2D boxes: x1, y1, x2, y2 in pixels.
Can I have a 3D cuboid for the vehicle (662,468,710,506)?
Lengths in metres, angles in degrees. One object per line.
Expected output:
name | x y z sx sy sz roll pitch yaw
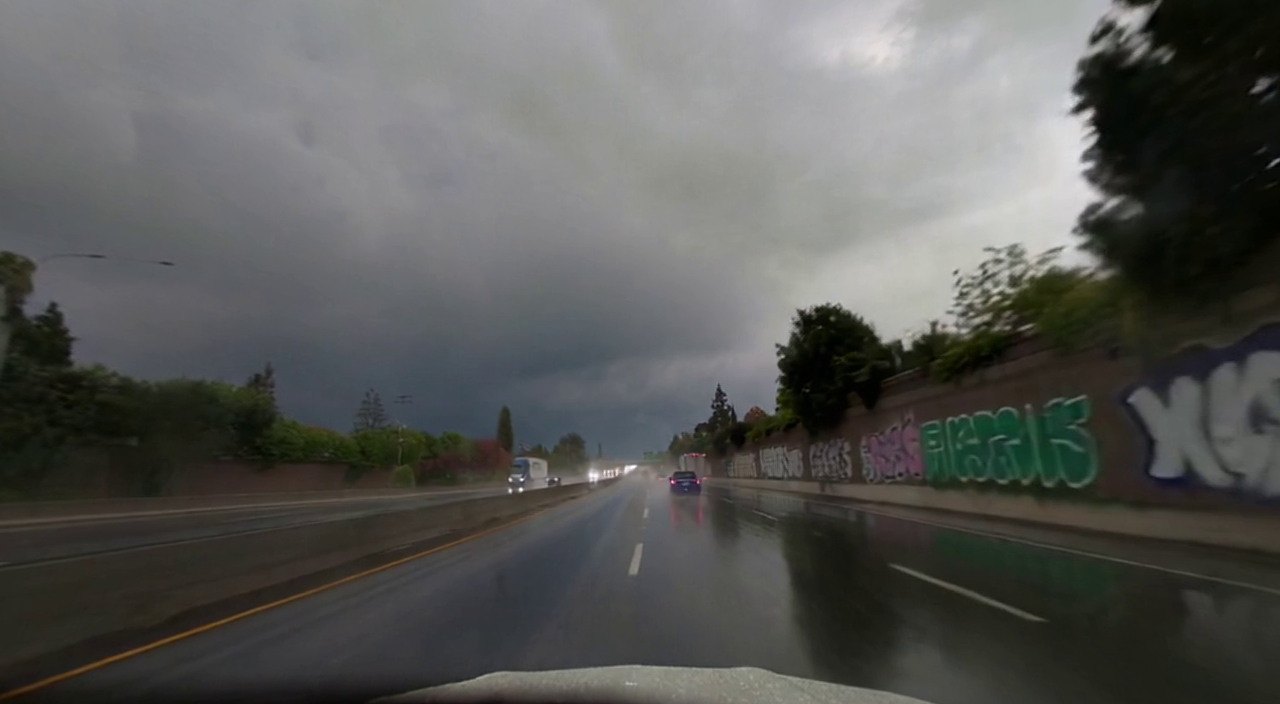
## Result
vehicle | 2.099 6.293 29.544 2.011 1.574 3.512 2 -10 1
